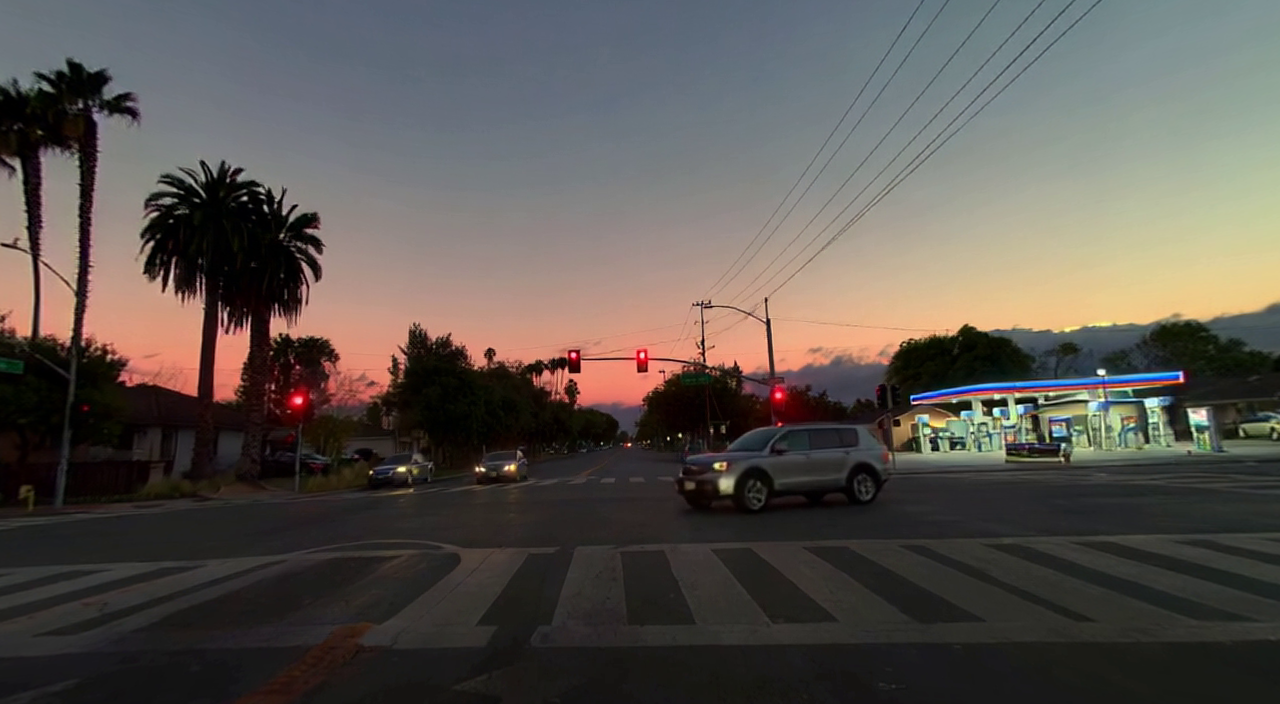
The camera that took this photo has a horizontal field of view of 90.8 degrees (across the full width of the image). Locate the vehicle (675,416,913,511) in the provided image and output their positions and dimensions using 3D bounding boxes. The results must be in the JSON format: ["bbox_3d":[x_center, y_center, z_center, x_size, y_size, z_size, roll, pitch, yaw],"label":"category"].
[{"bbox_3d":[3.496,2.439,14.253,5.086,1.817,1.952,4,-10,-26],"label":"vehicle"}]

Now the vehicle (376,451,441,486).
[{"bbox_3d":[-13.051,6.556,35.945,2.009,1.777,4.559,0,-9,-1],"label":"vehicle"}]

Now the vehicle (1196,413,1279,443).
[{"bbox_3d":[38.297,4.795,39.969,4.488,1.447,1.765,-5,-8,-1],"label":"vehicle"}]

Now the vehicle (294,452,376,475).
[{"bbox_3d":[-20.950,7.678,43.511,4.672,1.469,1.816,-1,-9,-2],"label":"vehicle"}]

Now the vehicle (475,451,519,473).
[{"bbox_3d":[-9.921,7.656,44.148,2.085,1.451,4.311,0,-9,0],"label":"vehicle"}]
